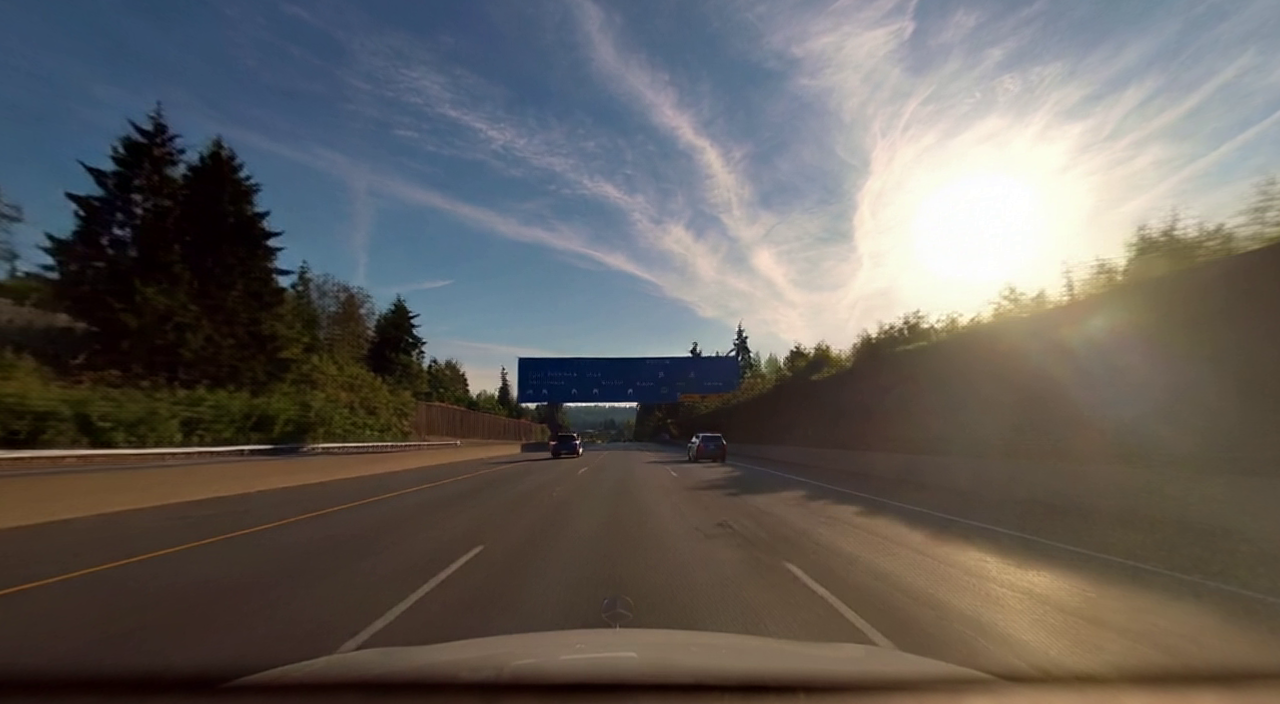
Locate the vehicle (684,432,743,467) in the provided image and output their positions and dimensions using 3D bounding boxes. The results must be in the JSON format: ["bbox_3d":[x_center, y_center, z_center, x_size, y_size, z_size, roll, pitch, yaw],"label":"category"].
[{"bbox_3d":[3.354,4.529,29.530,2.077,1.523,4.539,0,-8,-2],"label":"vehicle"}]

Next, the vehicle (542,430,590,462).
[{"bbox_3d":[-4.092,5.251,35.262,2.219,1.660,4.153,0,-8,-1],"label":"vehicle"}]
